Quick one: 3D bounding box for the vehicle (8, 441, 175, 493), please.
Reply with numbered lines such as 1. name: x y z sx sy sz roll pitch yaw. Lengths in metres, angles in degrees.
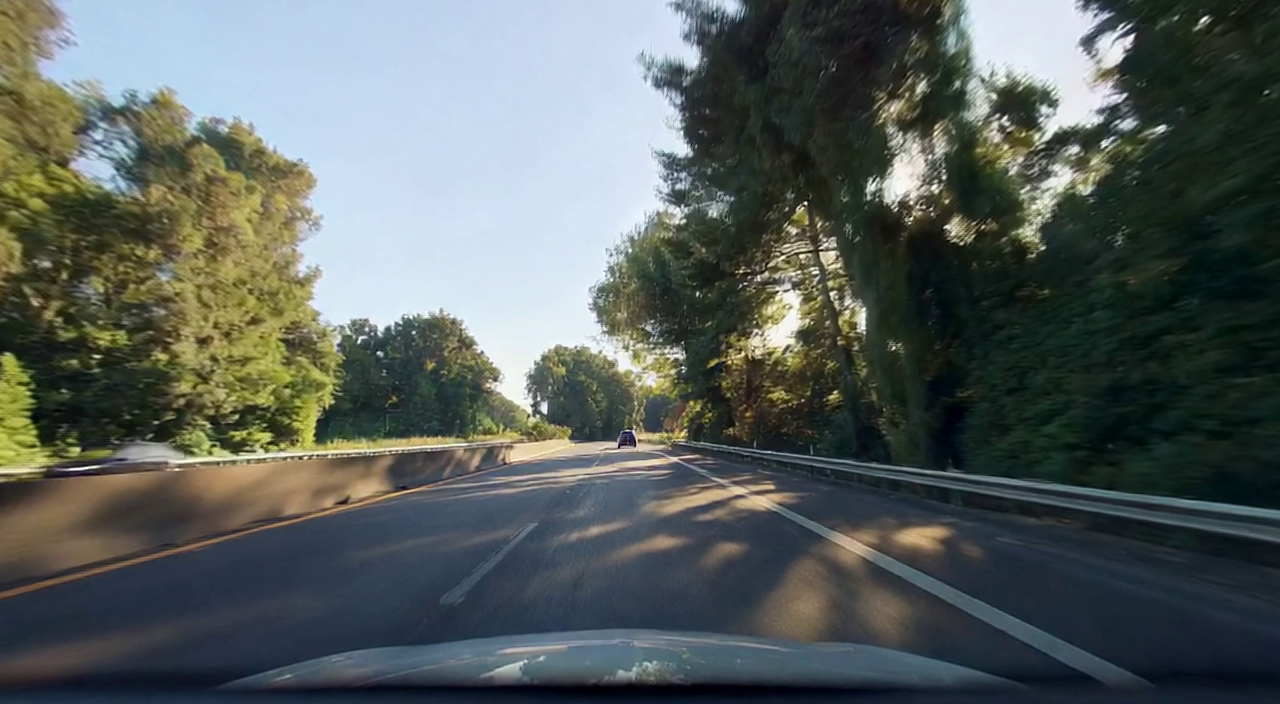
1. vehicle: -17.244 3.585 20.139 1.776 1.417 4.018 0 -8 -1
